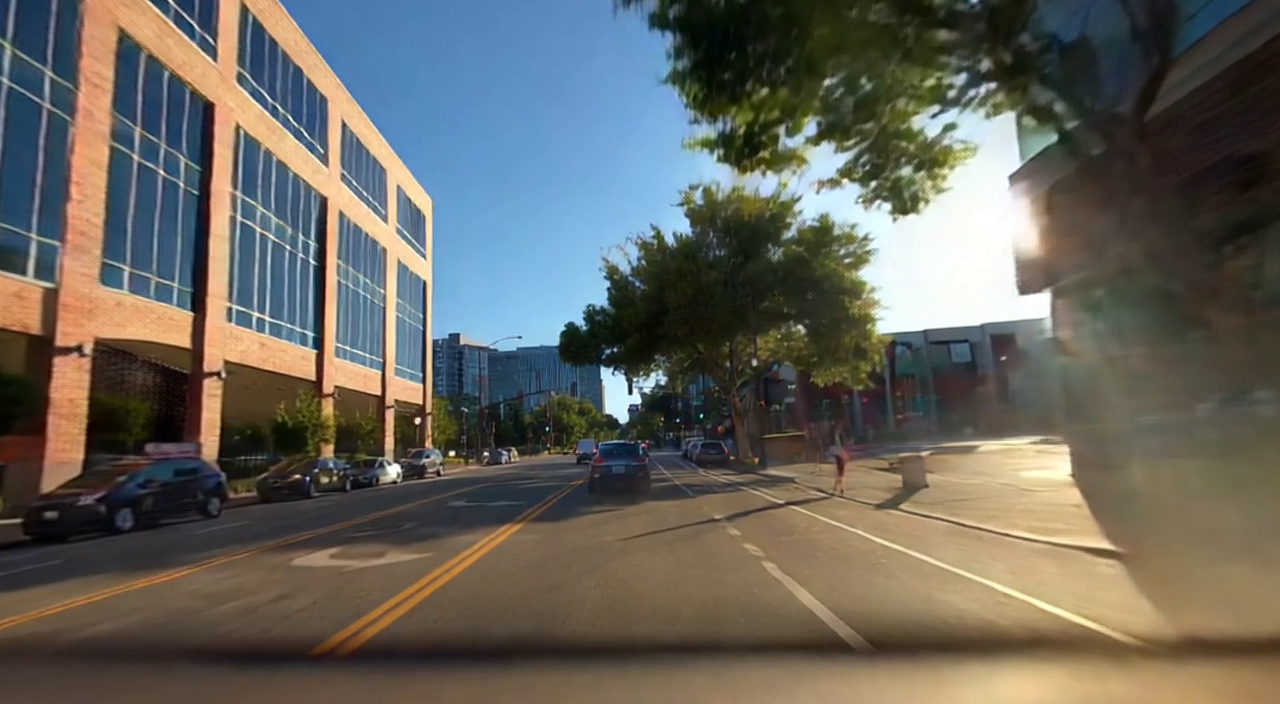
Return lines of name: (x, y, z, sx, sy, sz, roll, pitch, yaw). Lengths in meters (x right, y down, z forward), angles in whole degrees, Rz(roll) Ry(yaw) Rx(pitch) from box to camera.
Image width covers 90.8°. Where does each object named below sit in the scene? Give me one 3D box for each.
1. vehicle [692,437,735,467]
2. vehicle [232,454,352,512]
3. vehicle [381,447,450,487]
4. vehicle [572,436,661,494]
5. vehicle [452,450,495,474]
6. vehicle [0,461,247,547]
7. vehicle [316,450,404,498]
vehicle: (4.301, 5.912, 37.512, 1.924, 1.645, 4.528, -1, -8, -1)
vehicle: (-12.172, 4.533, 22.399, 1.976, 1.577, 4.091, -6, -8, -1)
vehicle: (-12.115, 6.192, 34.414, 2.090, 1.784, 4.832, -4, -8, -2)
vehicle: (-0.630, 3.217, 18.327, 2.269, 1.479, 3.980, 0, -8, -1)
vehicle: (-12.374, 8.199, 47.209, 1.968, 1.469, 4.523, -3, -8, -1)
vehicle: (-11.825, 3.412, 14.874, 1.991, 1.507, 4.879, -1, -8, 0)
vehicle: (-12.278, 5.312, 28.011, 1.945, 1.712, 4.648, -5, -8, -2)
